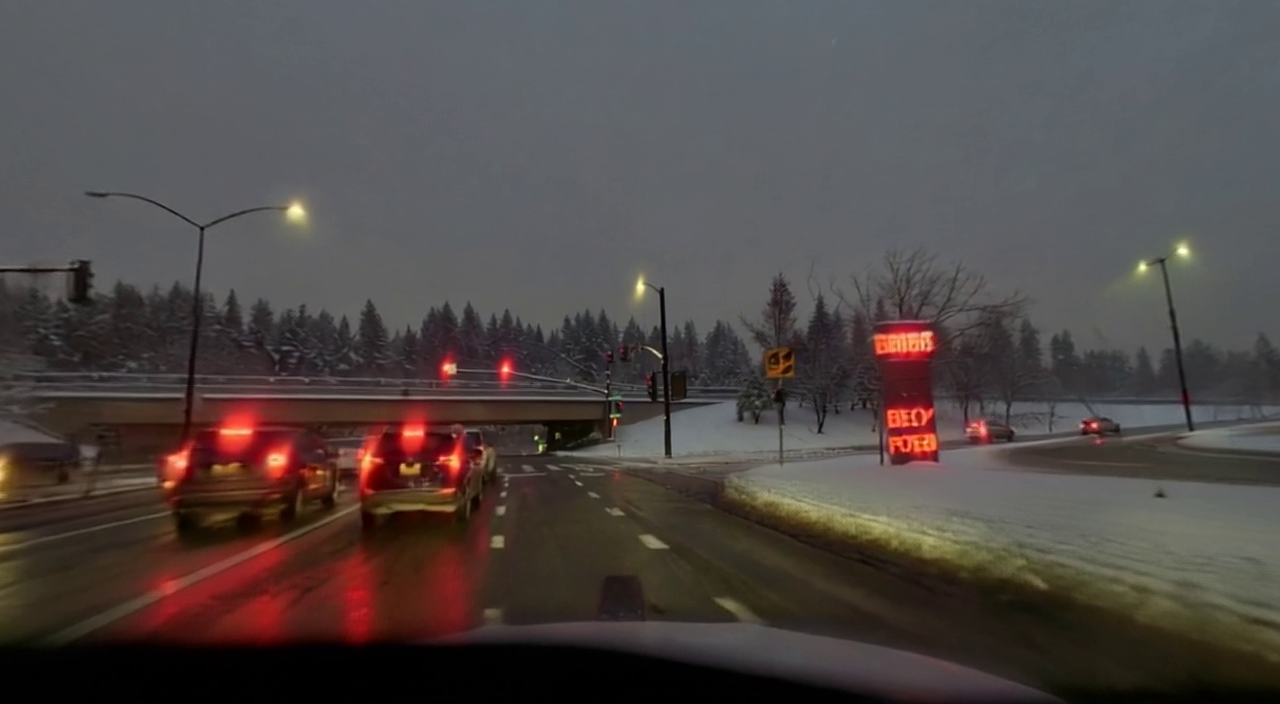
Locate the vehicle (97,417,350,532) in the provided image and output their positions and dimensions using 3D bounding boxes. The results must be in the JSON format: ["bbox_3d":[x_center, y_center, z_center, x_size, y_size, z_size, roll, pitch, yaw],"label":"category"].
[{"bbox_3d":[-7.094,2.110,11.581,2.057,1.610,4.891,1,-8,-11],"label":"vehicle"}]

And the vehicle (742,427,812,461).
[{"bbox_3d":[7.303,4.870,33.464,1.908,1.622,4.166,-7,-11,39],"label":"vehicle"}]

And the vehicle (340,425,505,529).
[{"bbox_3d":[-3.671,2.156,11.609,2.176,1.489,4.518,1,-8,-10],"label":"vehicle"}]

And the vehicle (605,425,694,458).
[{"bbox_3d":[0.535,5.523,38.982,5.144,1.954,2.122,1,-8,-10],"label":"vehicle"}]
